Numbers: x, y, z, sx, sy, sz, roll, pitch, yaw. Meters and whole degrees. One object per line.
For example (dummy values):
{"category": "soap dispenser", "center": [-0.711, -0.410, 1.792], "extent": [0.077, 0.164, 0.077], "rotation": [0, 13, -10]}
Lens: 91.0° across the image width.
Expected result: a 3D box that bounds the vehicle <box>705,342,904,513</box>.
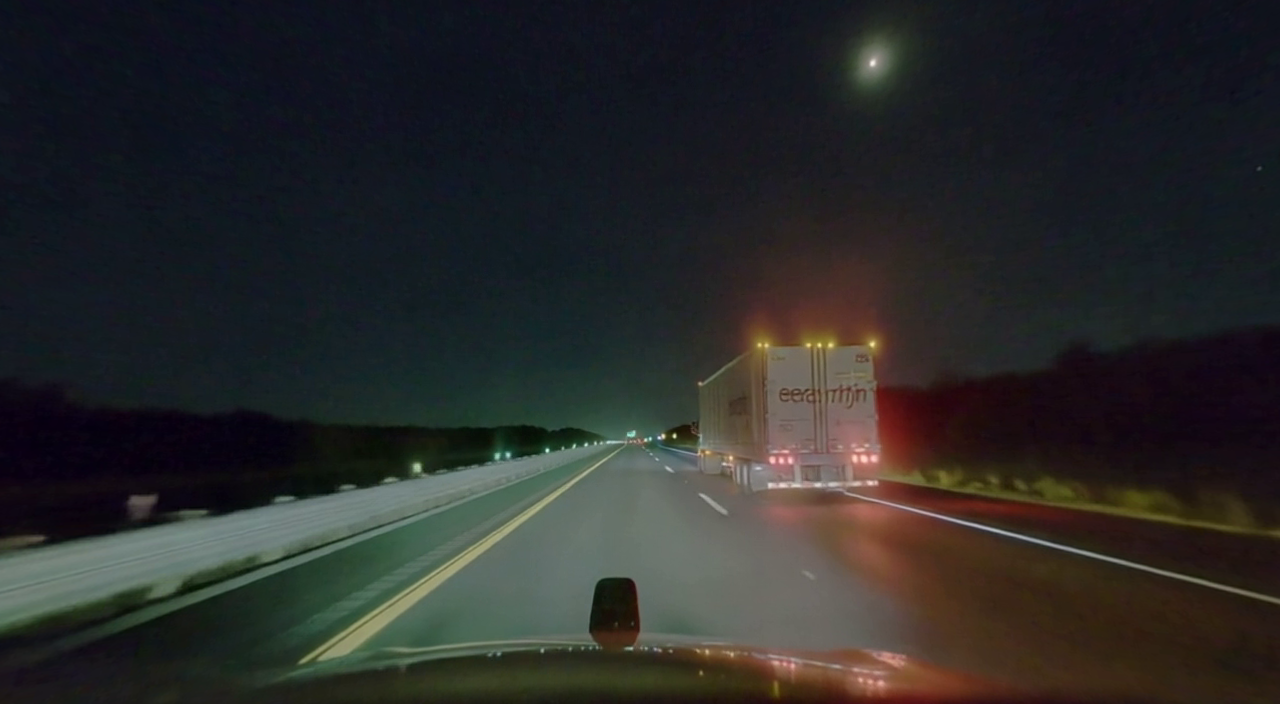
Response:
{"category": "vehicle", "center": [3.447, 1.902, 15.443], "extent": [2.702, 3.193, 7.196], "rotation": [0, -8, -2]}
